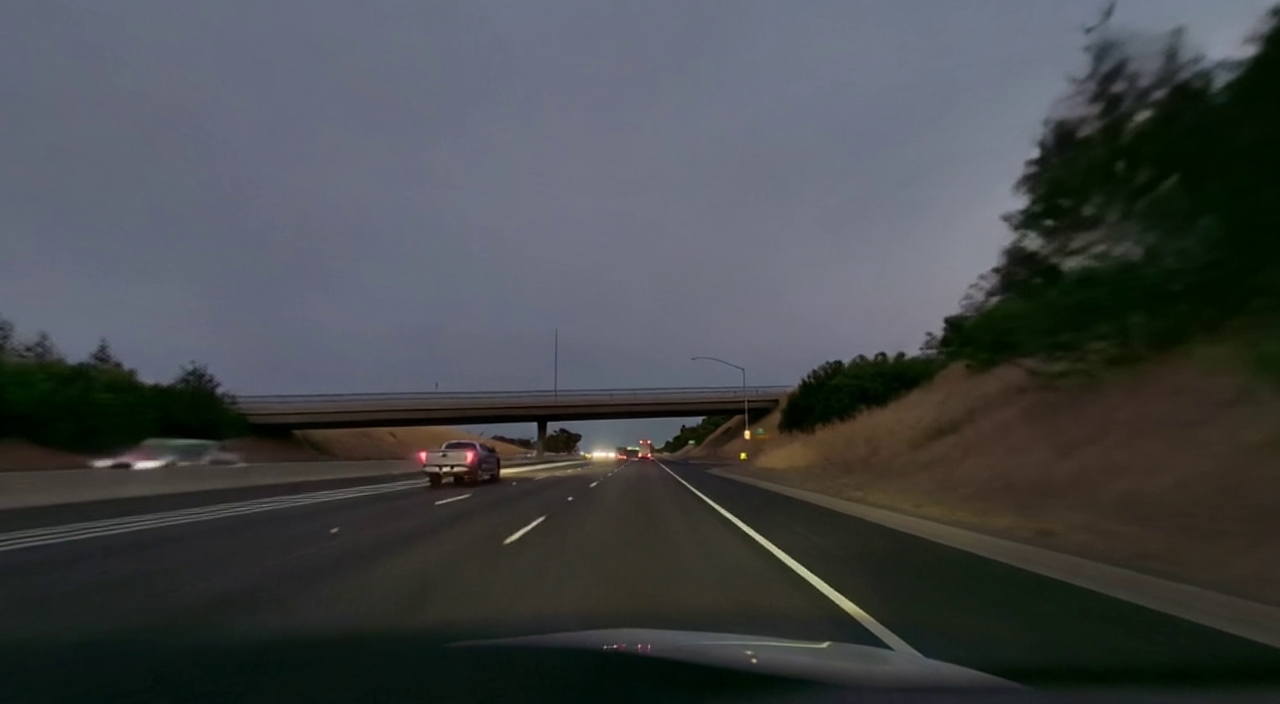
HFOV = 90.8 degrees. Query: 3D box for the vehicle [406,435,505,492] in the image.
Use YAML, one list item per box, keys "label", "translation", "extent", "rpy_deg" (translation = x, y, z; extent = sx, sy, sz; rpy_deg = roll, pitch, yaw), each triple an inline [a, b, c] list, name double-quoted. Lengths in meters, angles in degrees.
- label: "vehicle"
  translation: [-6.956, 4.268, 24.491]
  extent: [2.232, 1.947, 5.180]
  rpy_deg: [0, -9, 0]
